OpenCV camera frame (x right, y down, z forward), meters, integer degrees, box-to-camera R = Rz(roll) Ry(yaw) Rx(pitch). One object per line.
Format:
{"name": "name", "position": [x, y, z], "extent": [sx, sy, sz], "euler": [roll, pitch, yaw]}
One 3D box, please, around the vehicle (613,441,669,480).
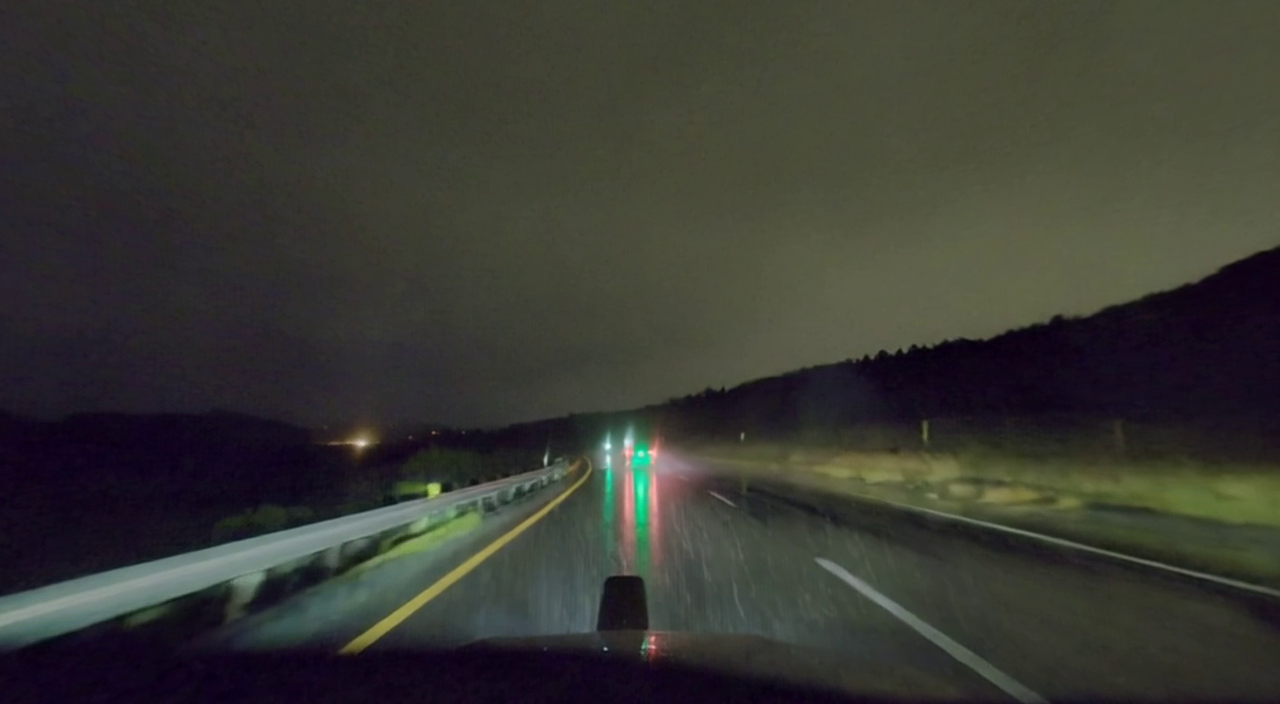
{"name": "vehicle", "position": [-0.046, 4.481, 26.394], "extent": [2.029, 1.474, 4.183], "euler": [0, -9, -4]}
